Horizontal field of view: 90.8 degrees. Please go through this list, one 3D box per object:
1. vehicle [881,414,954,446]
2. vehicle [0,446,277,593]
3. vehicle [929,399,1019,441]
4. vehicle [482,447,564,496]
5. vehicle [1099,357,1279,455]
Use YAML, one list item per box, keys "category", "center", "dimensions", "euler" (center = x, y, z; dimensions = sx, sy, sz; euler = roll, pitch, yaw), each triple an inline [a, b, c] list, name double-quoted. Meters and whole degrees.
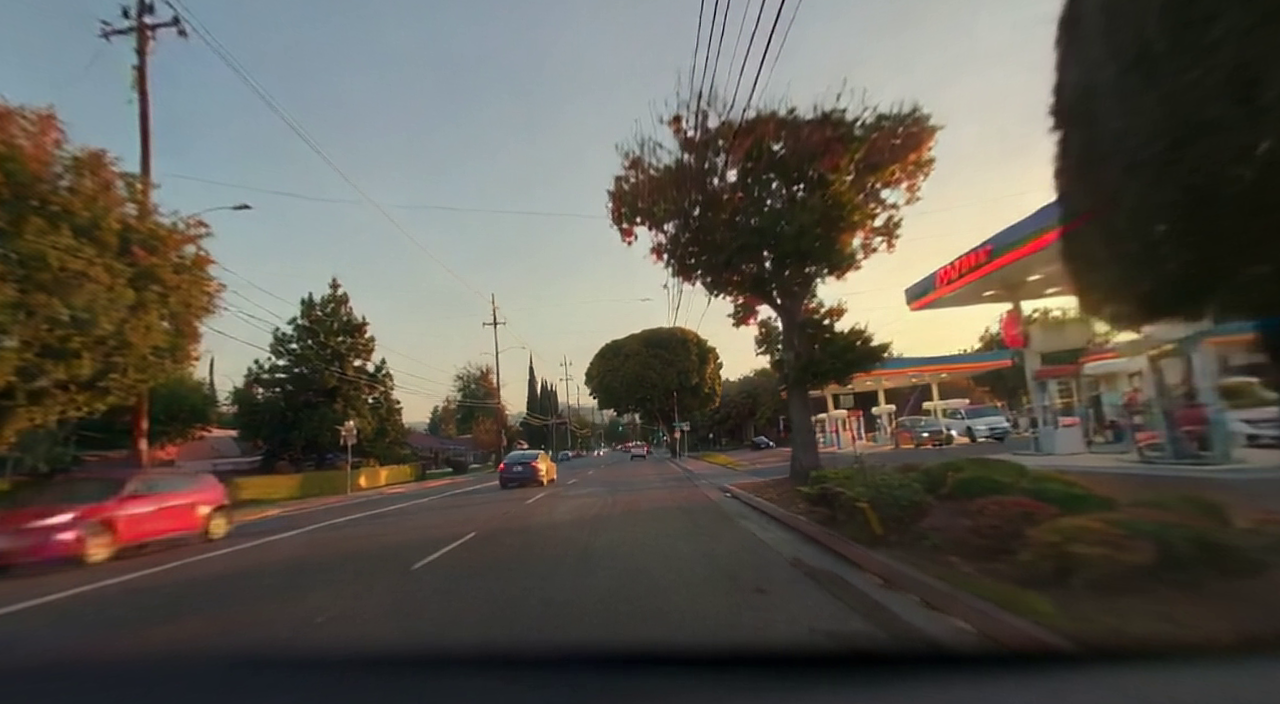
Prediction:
- category: "vehicle"
  center: [14.375, 4.105, 33.009]
  dimensions: [1.835, 1.549, 4.178]
  euler: [0, -8, -1]
- category: "vehicle"
  center: [-7.921, 2.369, 9.916]
  dimensions: [1.956, 1.751, 4.354]
  euler: [0, -8, -2]
- category: "vehicle"
  center: [17.441, 3.664, 33.298]
  dimensions: [2.014, 2.048, 4.717]
  euler: [0, -8, -1]
- category: "vehicle"
  center: [-3.836, 3.969, 21.483]
  dimensions: [1.943, 1.455, 4.414]
  euler: [0, -8, 0]
- category: "vehicle"
  center: [13.923, 1.269, 14.162]
  dimensions: [5.266, 2.021, 2.329]
  euler: [-1, -8, 4]
